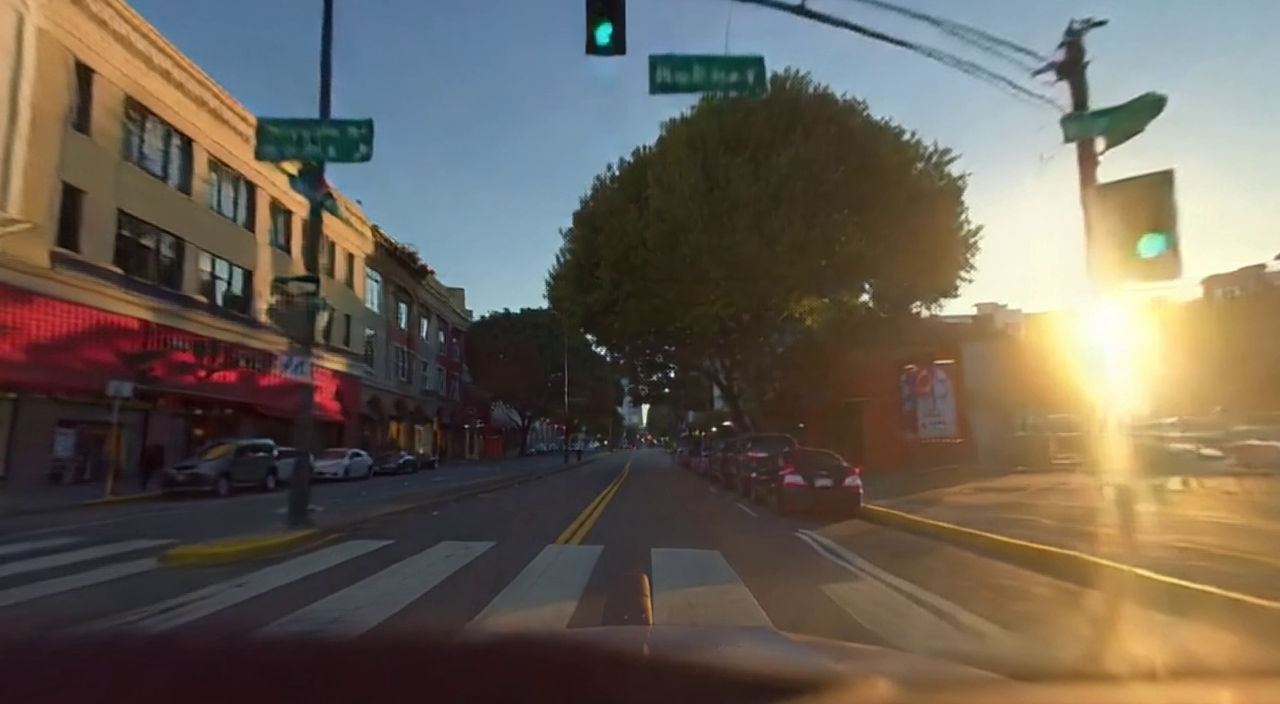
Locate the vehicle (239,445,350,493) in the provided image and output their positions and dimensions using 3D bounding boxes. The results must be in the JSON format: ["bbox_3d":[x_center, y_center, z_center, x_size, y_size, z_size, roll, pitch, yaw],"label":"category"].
[{"bbox_3d":[-12.146,4.022,22.070,4.379,1.480,1.956,-8,-11,41],"label":"vehicle"}]

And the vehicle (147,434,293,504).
[{"bbox_3d":[-12.417,3.347,18.553,4.447,1.790,2.206,-7,-11,39],"label":"vehicle"}]

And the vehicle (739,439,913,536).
[{"bbox_3d":[3.400,2.554,12.561,2.120,1.560,4.402,0,-8,0],"label":"vehicle"}]
